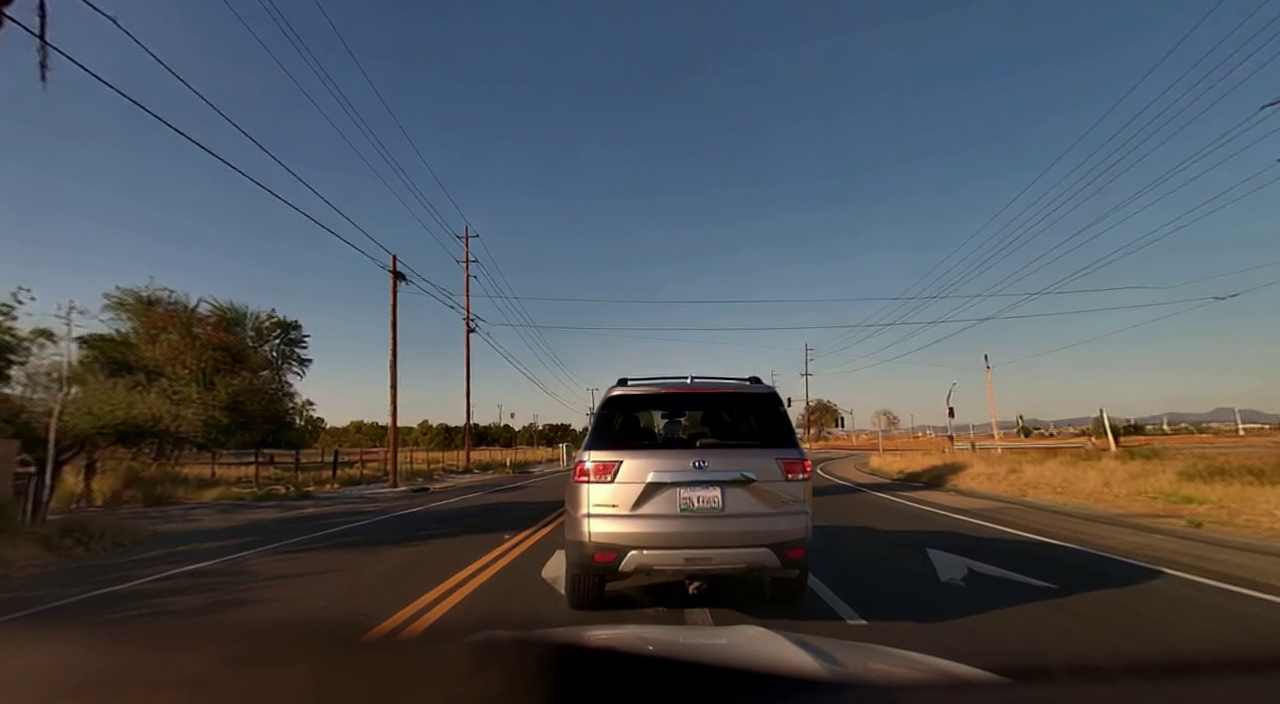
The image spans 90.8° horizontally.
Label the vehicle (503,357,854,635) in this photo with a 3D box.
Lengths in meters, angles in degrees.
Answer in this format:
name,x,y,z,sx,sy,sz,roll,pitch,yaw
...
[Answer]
name,x,y,z,sx,sy,sz,roll,pitch,yaw
vehicle,0.178,1.297,6.620,2.364,1.859,4.538,0,-9,-2
